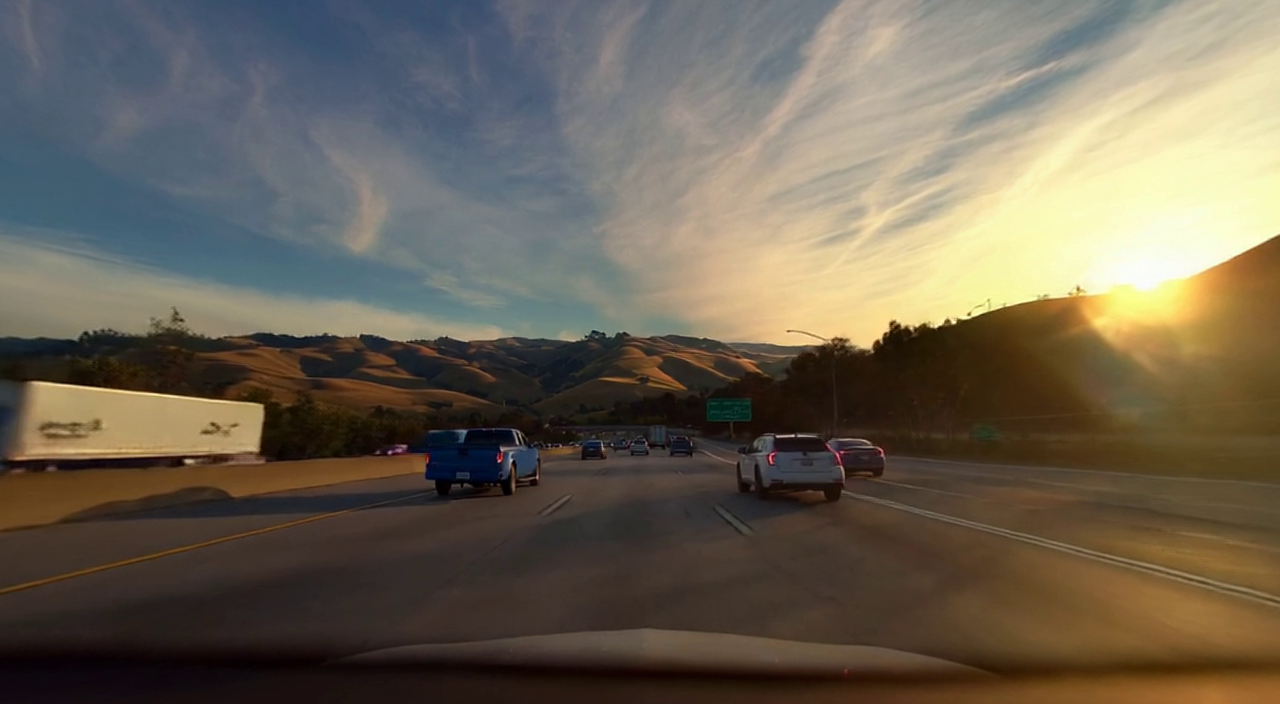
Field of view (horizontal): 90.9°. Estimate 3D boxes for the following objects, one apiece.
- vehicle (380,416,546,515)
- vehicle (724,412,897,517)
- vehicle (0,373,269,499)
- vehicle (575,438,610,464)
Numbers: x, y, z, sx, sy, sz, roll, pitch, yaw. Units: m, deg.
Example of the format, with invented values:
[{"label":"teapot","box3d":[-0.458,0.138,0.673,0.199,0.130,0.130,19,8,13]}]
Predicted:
[{"label":"vehicle","box3d":[-3.747,2.530,14.599,2.227,1.853,5.161,0,-8,1]},{"label":"vehicle","box3d":[3.594,2.530,14.761,2.424,1.952,5.611,0,-8,-1]},{"label":"vehicle","box3d":[-24.330,4.189,30.421,2.923,4.450,16.456,-1,-9,0]},{"label":"vehicle","box3d":[-3.441,7.275,46.642,2.235,1.785,4.386,0,-8,1]}]
